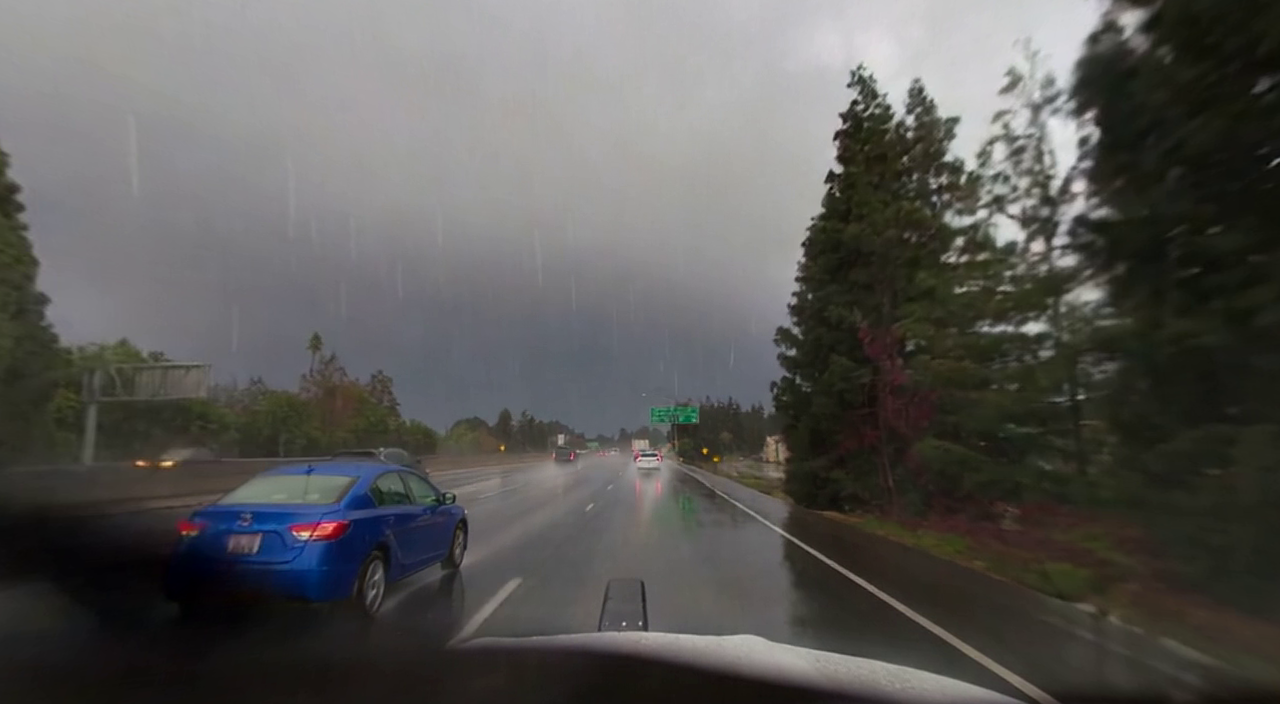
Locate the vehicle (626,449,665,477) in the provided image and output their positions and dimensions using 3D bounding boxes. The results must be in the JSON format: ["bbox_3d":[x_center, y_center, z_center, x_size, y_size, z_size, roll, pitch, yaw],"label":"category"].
[{"bbox_3d":[0.284,6.149,35.154,2.051,1.443,3.770,0,-8,0],"label":"vehicle"}]

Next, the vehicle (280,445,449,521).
[{"bbox_3d":[-6.378,3.036,15.292,2.075,1.528,4.327,0,-8,1],"label":"vehicle"}]

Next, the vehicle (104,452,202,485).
[{"bbox_3d":[-26.706,6.365,34.816,1.857,1.575,4.446,0,-8,0],"label":"vehicle"}]
